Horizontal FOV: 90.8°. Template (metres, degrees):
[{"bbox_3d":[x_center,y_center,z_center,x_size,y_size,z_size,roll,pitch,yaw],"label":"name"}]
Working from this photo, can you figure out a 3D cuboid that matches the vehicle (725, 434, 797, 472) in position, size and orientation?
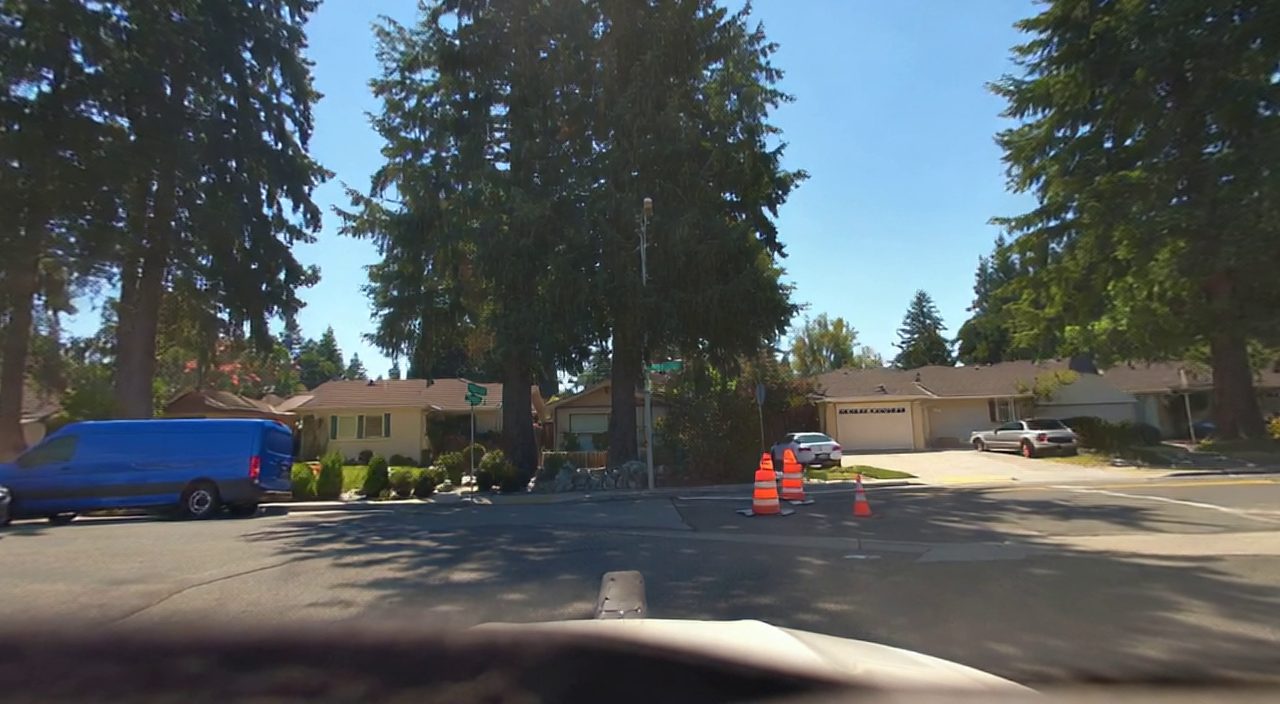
[{"bbox_3d":[5.355,4.520,28.508,2.007,1.555,4.204,1,-9,-7],"label":"vehicle"}]

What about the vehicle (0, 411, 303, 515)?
[{"bbox_3d":[-14.072,3.093,17.450,7.824,2.323,2.863,-3,-10,-3],"label":"vehicle"}]

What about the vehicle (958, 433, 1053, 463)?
[{"bbox_3d":[23.983,6.306,41.518,4.984,1.912,2.132,1,-8,-6],"label":"vehicle"}]

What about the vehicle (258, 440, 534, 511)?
[{"bbox_3d":[-6.502,3.420,17.884,6.643,1.777,2.925,1,-9,-5],"label":"vehicle"}]

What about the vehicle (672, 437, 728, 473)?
[{"bbox_3d":[2.604,4.593,28.344,1.745,1.461,4.074,1,-9,-5],"label":"vehicle"}]

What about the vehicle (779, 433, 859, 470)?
[{"bbox_3d":[8.067,4.551,28.934,1.893,1.529,4.422,1,-9,-7],"label":"vehicle"}]

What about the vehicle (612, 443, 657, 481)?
[{"bbox_3d":[-0.298,4.816,27.929,1.648,1.430,3.654,4,-9,-4],"label":"vehicle"}]

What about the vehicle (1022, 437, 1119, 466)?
[{"bbox_3d":[22.775,5.277,33.541,3.863,1.453,1.826,1,-9,-5],"label":"vehicle"}]
